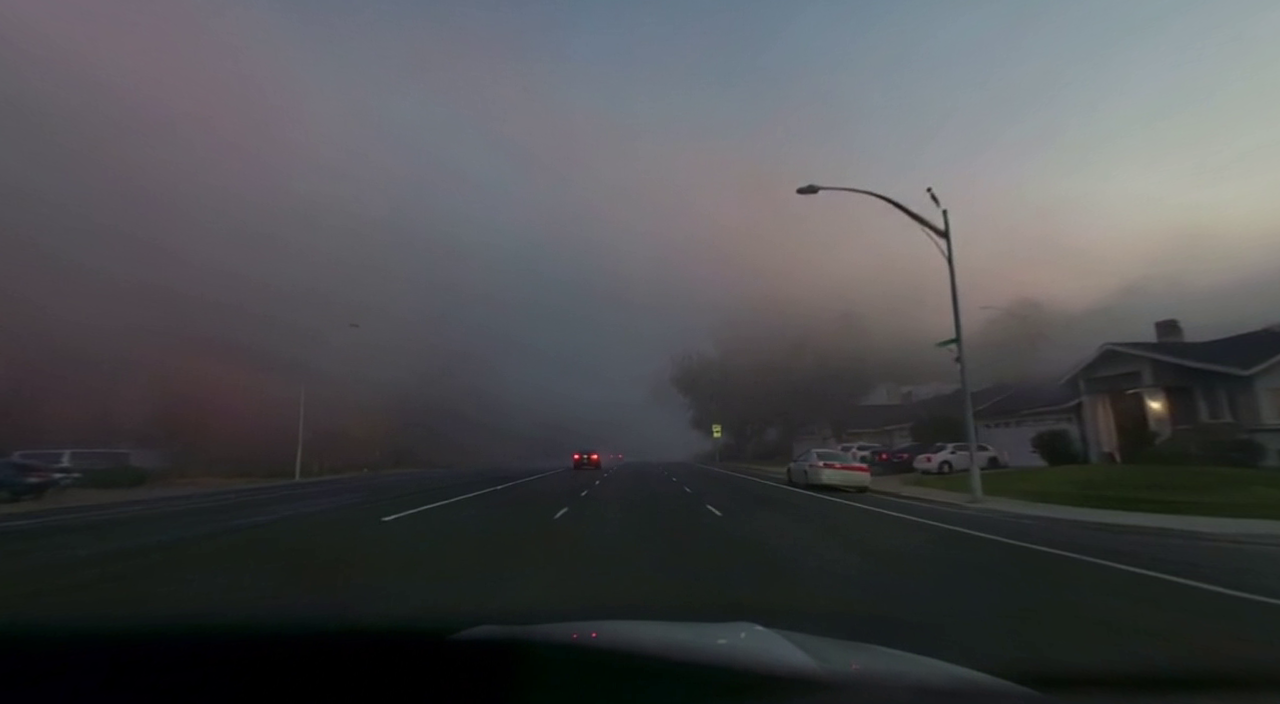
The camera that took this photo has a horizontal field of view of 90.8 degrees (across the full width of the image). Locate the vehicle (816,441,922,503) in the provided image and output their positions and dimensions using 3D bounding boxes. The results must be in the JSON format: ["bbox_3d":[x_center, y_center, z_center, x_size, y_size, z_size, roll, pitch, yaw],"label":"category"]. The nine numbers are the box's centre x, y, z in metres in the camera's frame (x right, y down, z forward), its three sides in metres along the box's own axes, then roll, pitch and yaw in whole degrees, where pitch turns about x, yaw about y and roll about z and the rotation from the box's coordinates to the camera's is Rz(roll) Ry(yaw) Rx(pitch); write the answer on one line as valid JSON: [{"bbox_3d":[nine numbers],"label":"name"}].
[{"bbox_3d":[7.709,4.093,21.695,2.006,1.758,4.311,5,-10,0],"label":"vehicle"}]

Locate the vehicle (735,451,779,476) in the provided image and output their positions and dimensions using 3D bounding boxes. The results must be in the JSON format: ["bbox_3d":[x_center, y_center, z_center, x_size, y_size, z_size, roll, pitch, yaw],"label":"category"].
[{"bbox_3d":[7.600,7.305,41.506,1.929,1.482,4.873,0,-8,0],"label":"vehicle"}]

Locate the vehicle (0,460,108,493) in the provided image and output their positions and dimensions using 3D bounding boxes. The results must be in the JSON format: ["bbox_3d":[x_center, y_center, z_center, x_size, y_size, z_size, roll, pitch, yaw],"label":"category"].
[{"bbox_3d":[-30.047,6.372,32.546,1.803,1.453,4.109,0,-8,-2],"label":"vehicle"}]

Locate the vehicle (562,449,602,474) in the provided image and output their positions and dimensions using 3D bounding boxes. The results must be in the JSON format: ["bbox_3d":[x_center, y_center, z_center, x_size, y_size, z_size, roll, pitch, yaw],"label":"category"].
[{"bbox_3d":[-3.693,7.092,41.168,2.263,1.548,4.555,0,-8,-1],"label":"vehicle"}]

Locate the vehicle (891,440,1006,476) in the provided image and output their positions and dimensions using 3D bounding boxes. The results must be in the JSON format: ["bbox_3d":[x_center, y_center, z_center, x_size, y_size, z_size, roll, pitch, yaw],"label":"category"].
[{"bbox_3d":[15.469,5.334,31.890,4.748,1.608,1.929,-2,-9,1],"label":"vehicle"}]
